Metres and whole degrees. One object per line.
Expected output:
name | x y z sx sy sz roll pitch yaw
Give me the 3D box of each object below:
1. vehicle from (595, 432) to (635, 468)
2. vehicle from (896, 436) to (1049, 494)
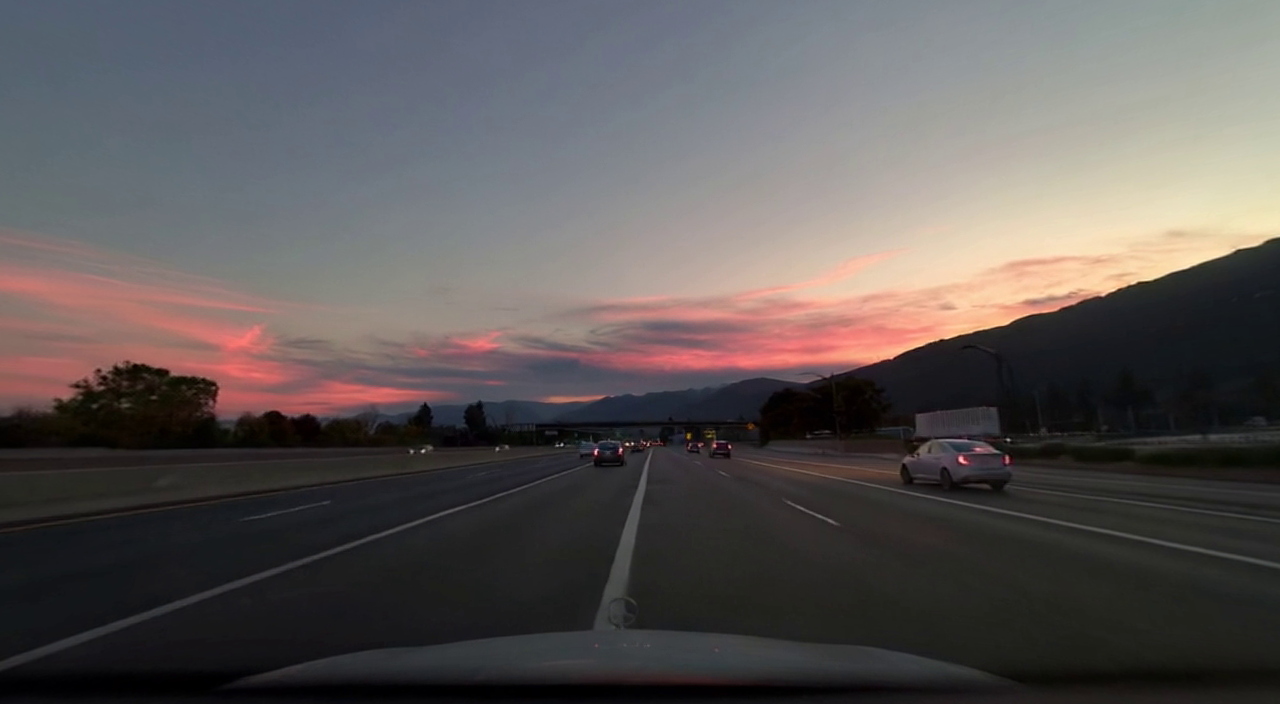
vehicle | -1.283 5.334 34.588 1.893 1.827 4.513 0 -8 2
vehicle | 9.166 3.133 17.934 1.900 1.432 4.519 0 -8 1
